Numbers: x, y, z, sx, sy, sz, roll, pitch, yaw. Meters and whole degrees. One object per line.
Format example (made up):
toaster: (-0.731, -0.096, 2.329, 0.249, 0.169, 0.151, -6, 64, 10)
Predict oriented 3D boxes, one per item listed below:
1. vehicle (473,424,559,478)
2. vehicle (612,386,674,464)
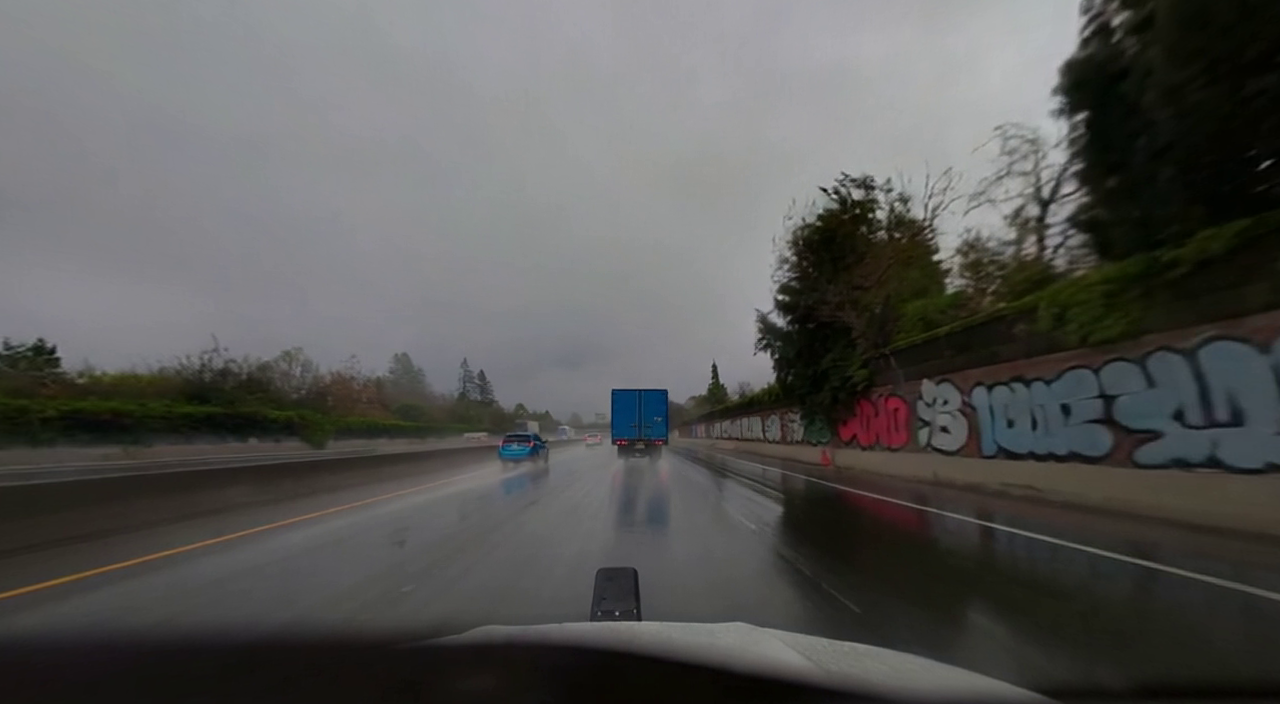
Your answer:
vehicle: (-4.091, 3.321, 21.487, 2.058, 1.645, 4.130, 0, -8, 0)
vehicle: (0.043, 4.077, 34.578, 2.927, 3.649, 9.443, 0, -8, -1)
